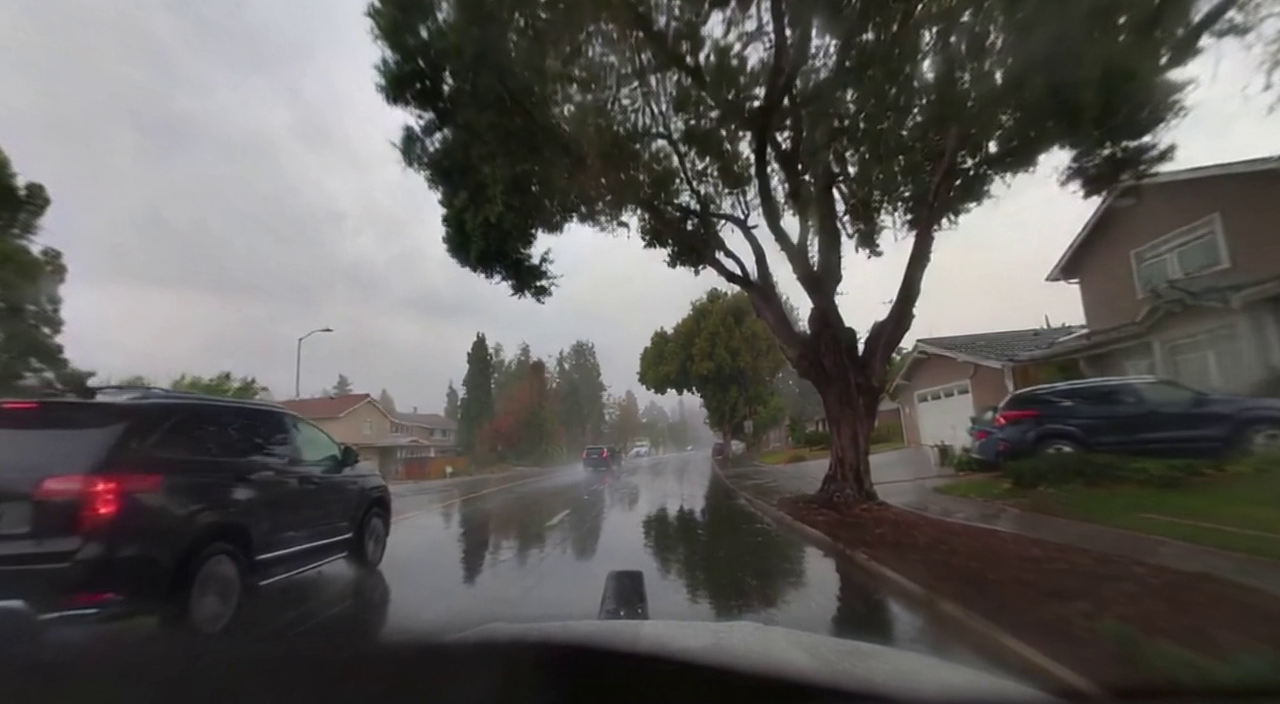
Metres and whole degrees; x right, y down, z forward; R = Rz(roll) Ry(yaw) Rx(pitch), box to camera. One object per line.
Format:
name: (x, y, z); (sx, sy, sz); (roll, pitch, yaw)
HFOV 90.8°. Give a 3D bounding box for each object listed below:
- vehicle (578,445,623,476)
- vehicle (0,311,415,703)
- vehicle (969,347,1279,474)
vehicle: (-2.273, 6.378, 37.273); (2.001, 1.664, 4.174); (-2, -9, 6)
vehicle: (-4.022, 1.236, 5.694); (2.085, 2.084, 5.133); (-1, -9, 0)
vehicle: (9.012, 1.123, 11.043); (5.492, 1.923, 2.103); (-5, -10, 23)
